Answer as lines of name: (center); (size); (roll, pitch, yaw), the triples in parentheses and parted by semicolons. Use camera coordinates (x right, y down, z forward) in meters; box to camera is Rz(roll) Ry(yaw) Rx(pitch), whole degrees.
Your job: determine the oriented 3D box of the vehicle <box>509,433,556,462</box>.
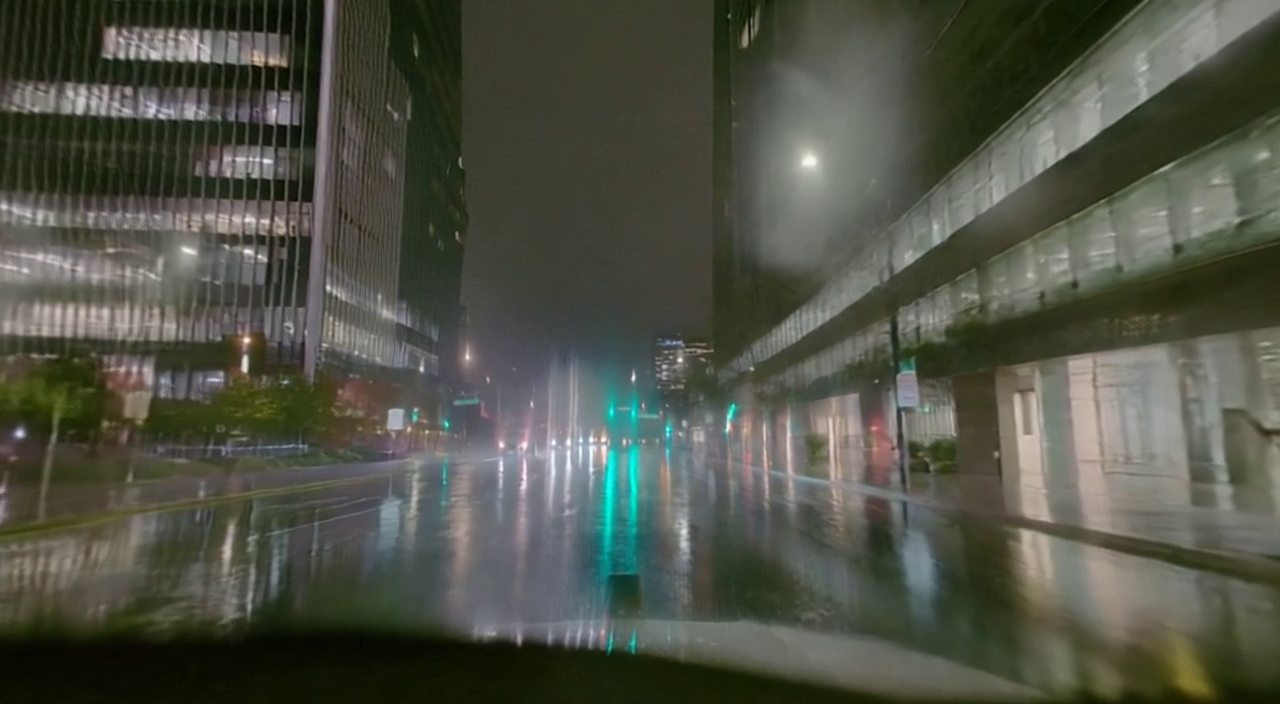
vehicle: (-7.217, 6.497, 42.935); (2.204, 1.844, 4.766); (0, -9, 2)
